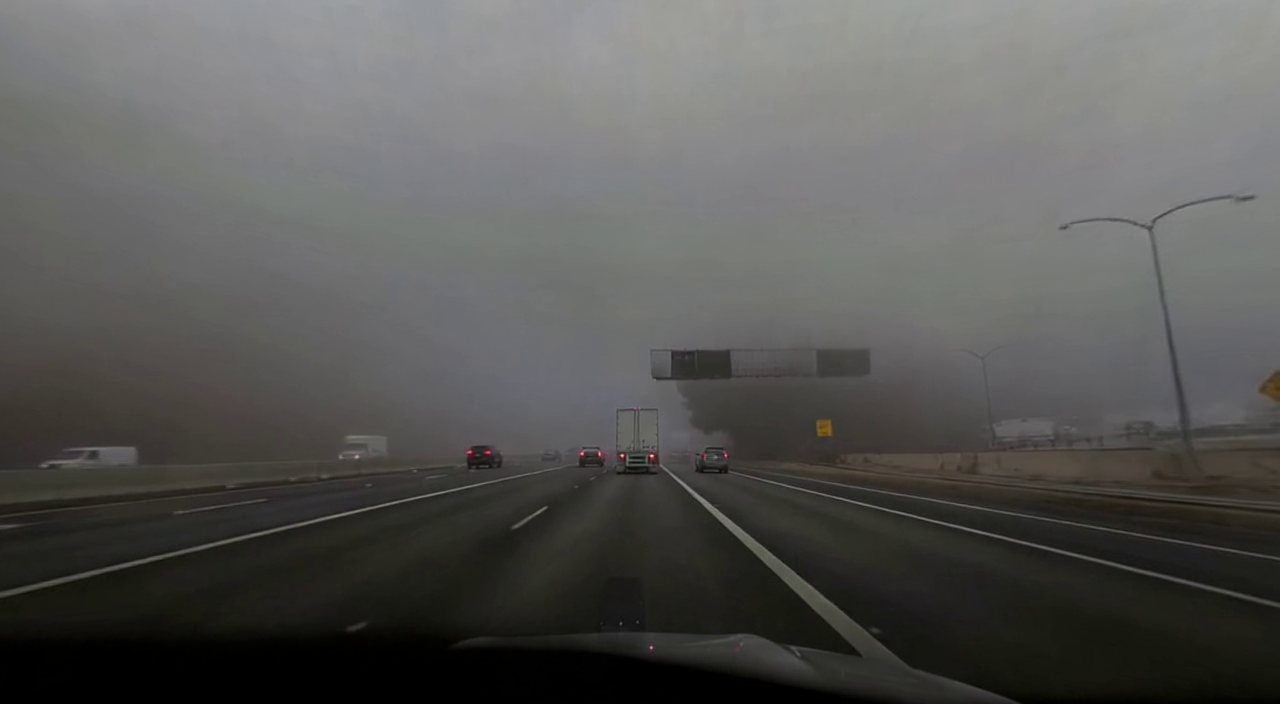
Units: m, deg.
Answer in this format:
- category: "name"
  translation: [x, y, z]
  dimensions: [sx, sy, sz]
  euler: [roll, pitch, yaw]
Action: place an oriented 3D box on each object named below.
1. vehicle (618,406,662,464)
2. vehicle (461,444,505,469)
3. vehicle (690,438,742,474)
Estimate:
- category: "vehicle"
  translation: [0.182, 6.476, 48.371]
  dimensions: [3.012, 3.928, 10.262]
  euler: [0, -9, 2]
- category: "vehicle"
  translation: [-10.967, 7.332, 44.220]
  dimensions: [1.966, 1.627, 4.258]
  euler: [0, -9, 1]
- category: "vehicle"
  translation: [3.845, 5.353, 32.588]
  dimensions: [2.107, 1.707, 4.445]
  euler: [0, -9, 0]
